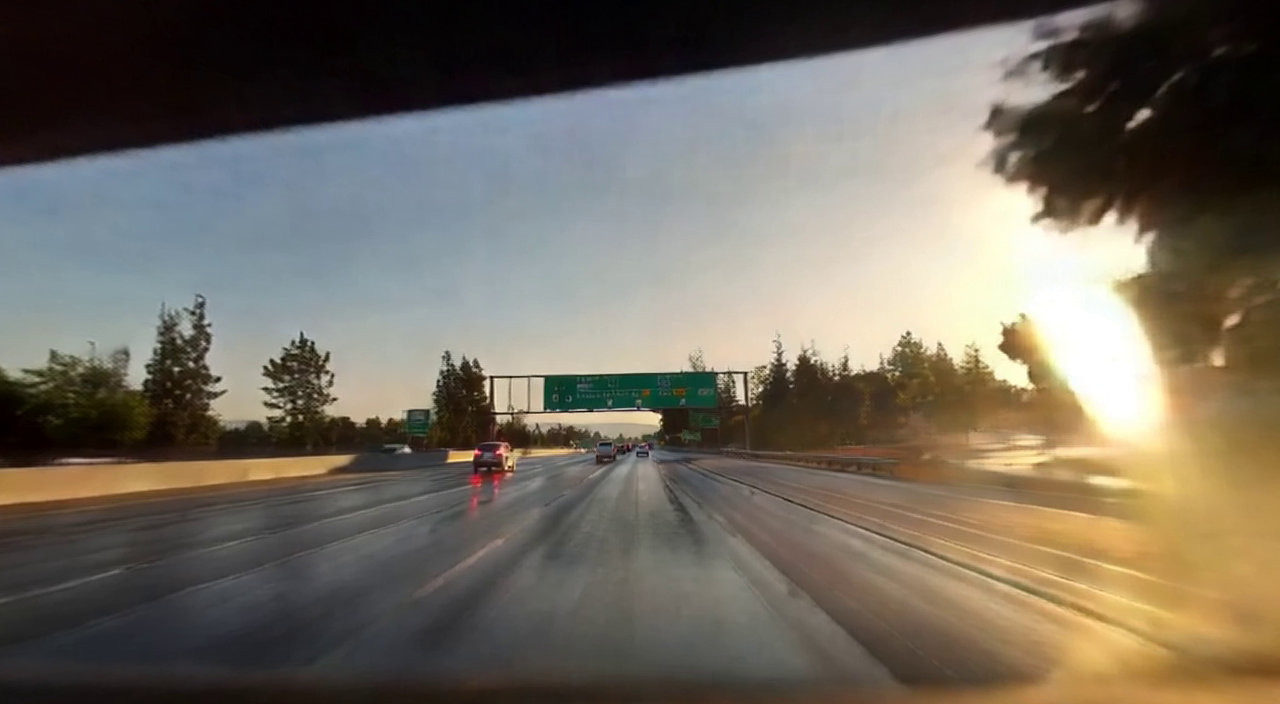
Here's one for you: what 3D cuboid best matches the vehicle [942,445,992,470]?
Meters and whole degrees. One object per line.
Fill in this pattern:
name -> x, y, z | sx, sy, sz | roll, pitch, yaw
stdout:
vehicle -> 22.057, 7.101, 42.637 | 2.011, 1.550, 4.792 | -1, -8, 15

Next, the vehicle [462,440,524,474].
vehicle -> -7.039, 5.061, 30.581 | 1.985, 1.513, 4.172 | 0, -9, 1

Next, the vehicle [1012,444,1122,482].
vehicle -> 19.234, 4.975, 28.668 | 1.989, 1.529, 4.791 | 1, -8, 5
